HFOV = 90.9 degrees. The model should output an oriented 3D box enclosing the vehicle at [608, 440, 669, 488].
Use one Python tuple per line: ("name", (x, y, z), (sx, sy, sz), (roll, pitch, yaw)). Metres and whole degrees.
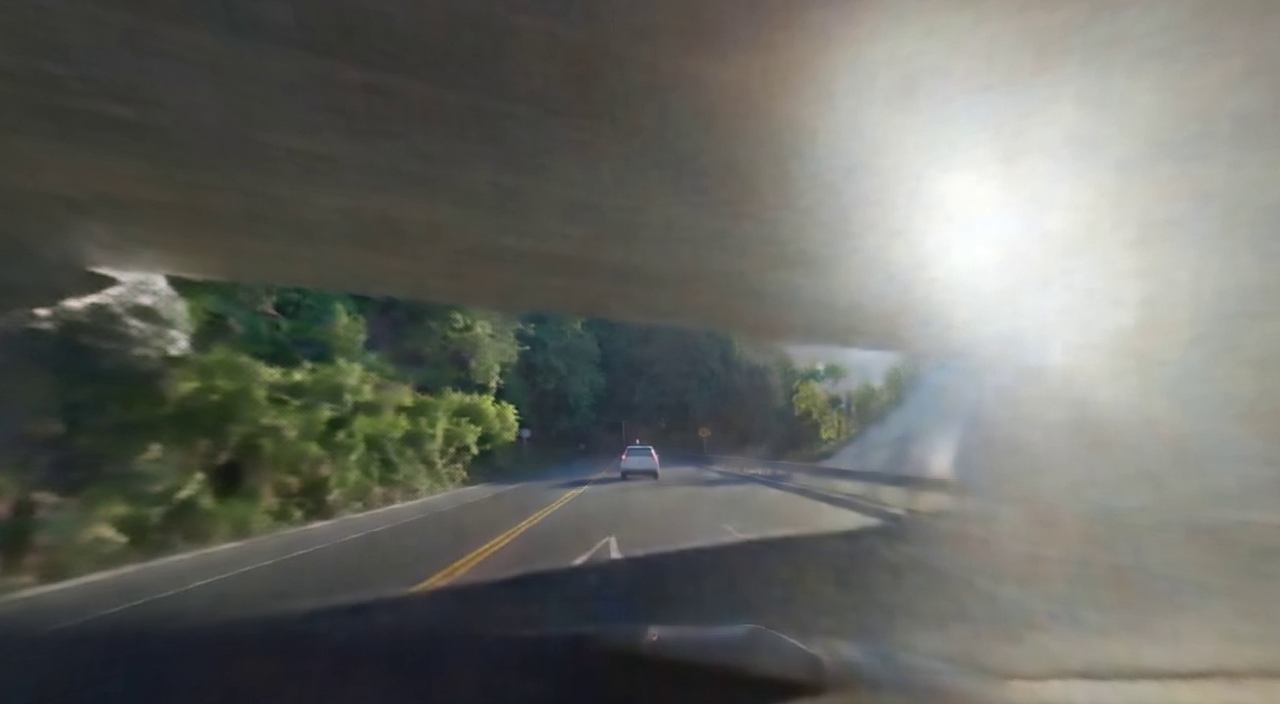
("vehicle", (-0.058, 4.062, 23.072), (2.037, 1.601, 3.643), (0, -9, 0))
